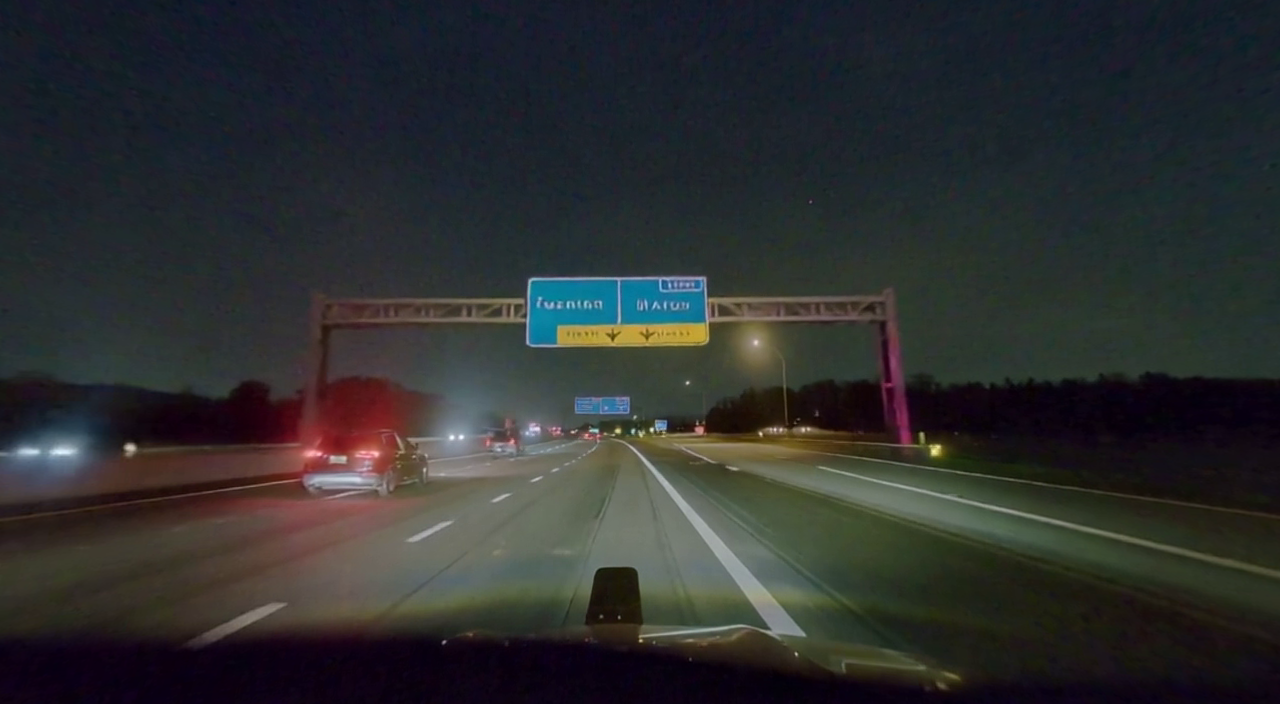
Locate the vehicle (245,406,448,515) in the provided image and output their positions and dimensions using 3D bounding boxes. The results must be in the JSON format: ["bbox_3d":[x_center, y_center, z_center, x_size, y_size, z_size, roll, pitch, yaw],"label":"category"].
[{"bbox_3d":[-5.346,2.014,12.173,2.007,1.727,4.040,0,-8,-1],"label":"vehicle"}]

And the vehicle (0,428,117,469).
[{"bbox_3d":[-24.494,3.961,26.013,2.090,1.531,4.182,0,-8,-1],"label":"vehicle"}]

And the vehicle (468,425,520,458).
[{"bbox_3d":[-8.953,5.529,39.053,2.169,1.844,5.154,1,-8,-2],"label":"vehicle"}]
